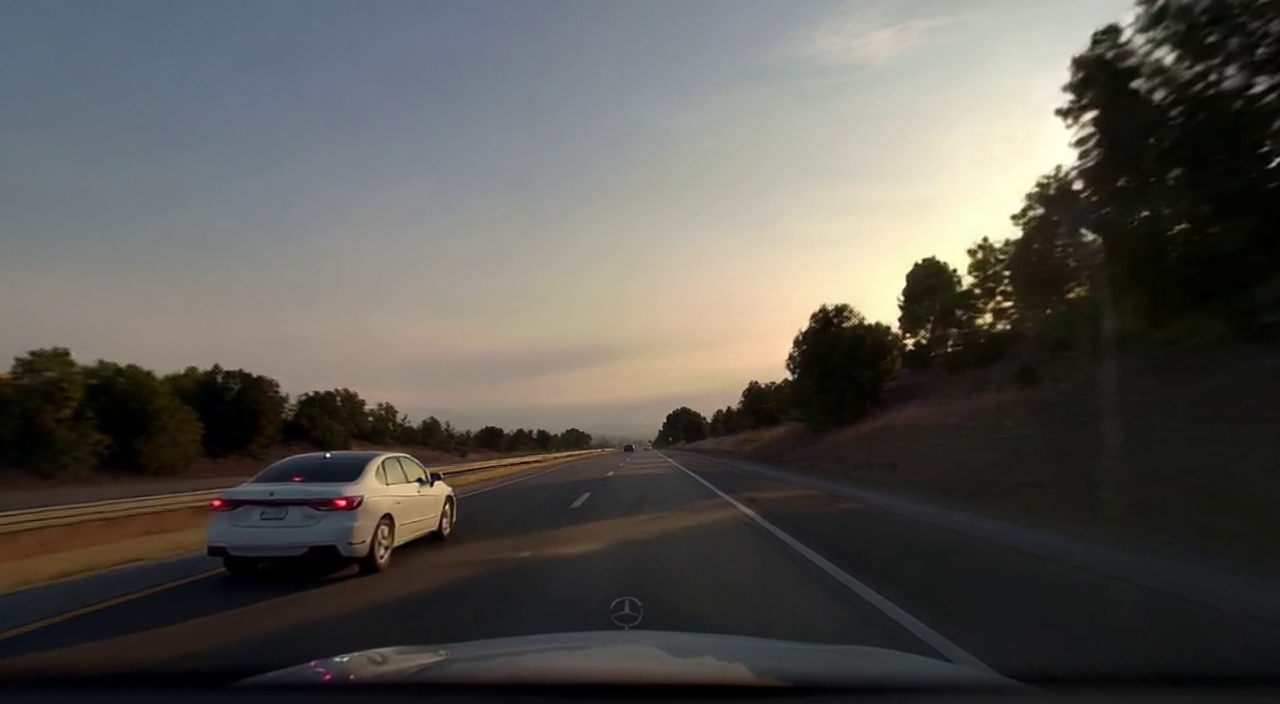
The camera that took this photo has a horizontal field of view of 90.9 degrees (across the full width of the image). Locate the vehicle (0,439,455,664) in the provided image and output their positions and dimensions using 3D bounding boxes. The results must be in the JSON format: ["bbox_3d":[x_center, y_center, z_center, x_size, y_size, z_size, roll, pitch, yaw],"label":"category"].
[{"bbox_3d":[-3.566,1.552,6.159,2.096,1.343,4.503,-1,-8,1],"label":"vehicle"}]
